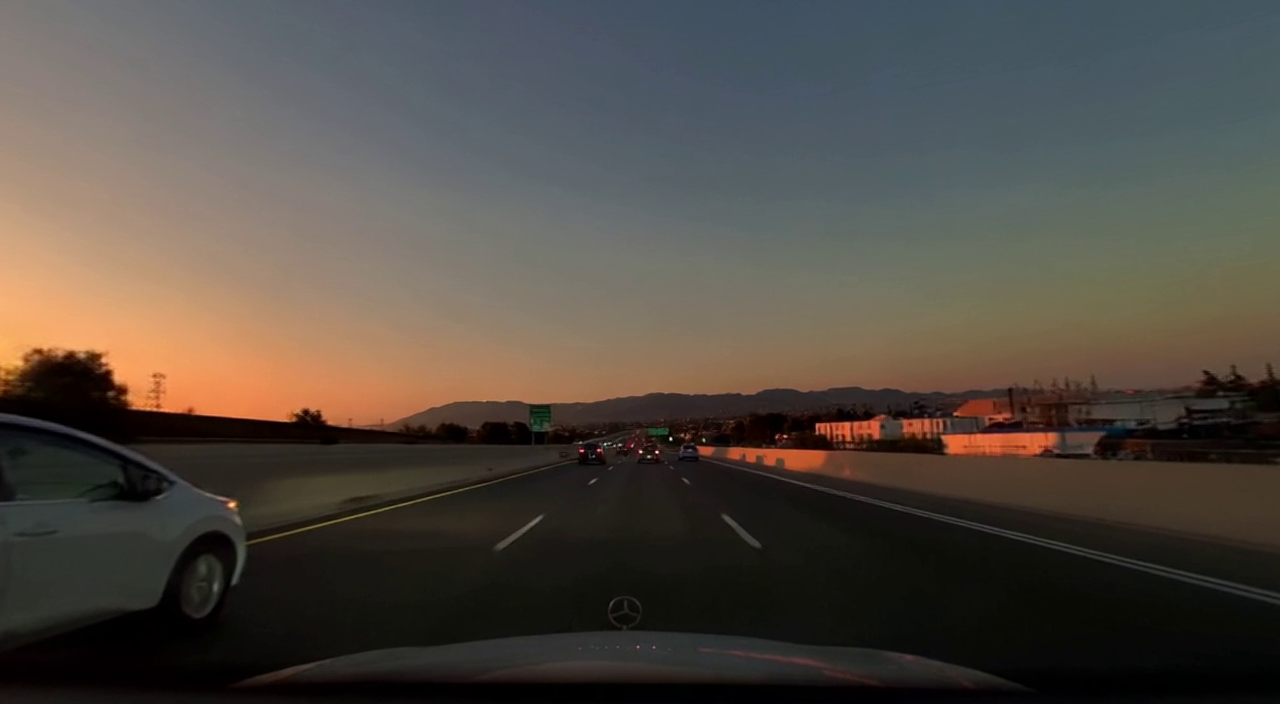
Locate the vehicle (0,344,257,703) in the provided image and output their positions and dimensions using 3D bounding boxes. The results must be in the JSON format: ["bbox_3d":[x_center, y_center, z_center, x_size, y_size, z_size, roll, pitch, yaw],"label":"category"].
[{"bbox_3d":[-3.948,0.768,2.217,2.239,1.761,4.620,0,-8,0],"label":"vehicle"}]

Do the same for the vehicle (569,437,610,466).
[{"bbox_3d":[-3.547,7.153,45.649,2.403,1.946,5.623,0,-8,1],"label":"vehicle"}]

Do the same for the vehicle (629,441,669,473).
[{"bbox_3d":[0.464,5.542,33.525,2.000,1.558,3.945,0,-8,0],"label":"vehicle"}]
